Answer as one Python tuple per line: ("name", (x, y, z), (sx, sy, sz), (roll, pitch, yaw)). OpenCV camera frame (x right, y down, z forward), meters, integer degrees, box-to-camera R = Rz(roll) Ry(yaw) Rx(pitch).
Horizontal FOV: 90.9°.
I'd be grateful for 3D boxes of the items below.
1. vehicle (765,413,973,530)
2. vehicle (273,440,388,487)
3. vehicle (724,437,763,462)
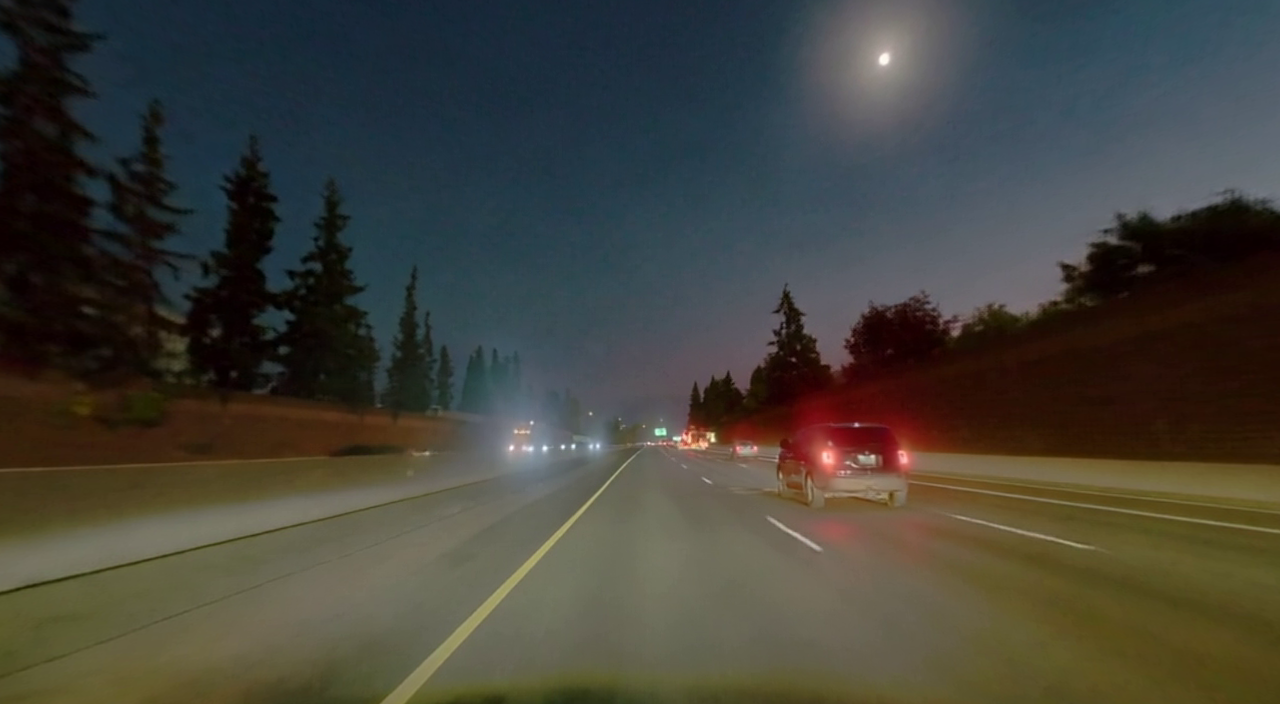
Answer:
("vehicle", (4.011, 2.192, 12.133), (2.190, 1.783, 4.637), (0, -8, -1))
("vehicle", (-10.831, 3.925, 22.495), (1.829, 1.484, 4.385), (0, -8, 1))
("vehicle", (7.824, 7.394, 48.099), (2.066, 1.795, 4.674), (0, -8, -1))
